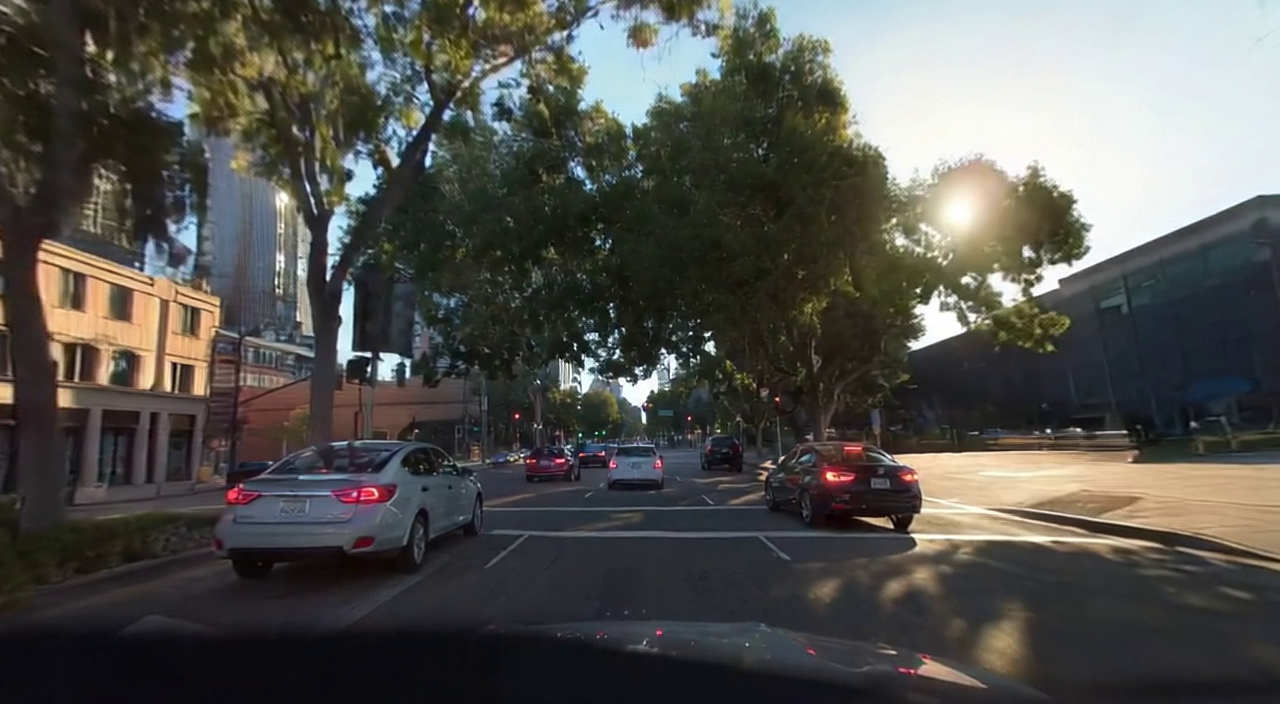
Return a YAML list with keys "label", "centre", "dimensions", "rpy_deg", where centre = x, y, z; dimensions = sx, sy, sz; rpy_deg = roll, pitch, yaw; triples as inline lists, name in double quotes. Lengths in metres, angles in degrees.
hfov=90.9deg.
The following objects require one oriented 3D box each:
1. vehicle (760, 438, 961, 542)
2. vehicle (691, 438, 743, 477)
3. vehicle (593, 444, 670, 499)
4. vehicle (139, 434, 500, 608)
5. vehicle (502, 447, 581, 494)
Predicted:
- label: "vehicle"
  centre: [3.655, 2.347, 11.484]
  dimensions: [1.990, 1.486, 4.431]
  rpy_deg: [0, -8, -1]
- label: "vehicle"
  centre: [4.187, 5.832, 35.155]
  dimensions: [2.142, 1.957, 5.443]
  rpy_deg: [0, -8, -1]
- label: "vehicle"
  centre: [-0.248, 3.607, 19.434]
  dimensions: [2.101, 1.480, 3.929]
  rpy_deg: [0, -8, 0]
- label: "vehicle"
  centre: [-3.274, 1.791, 7.710]
  dimensions: [2.038, 1.481, 4.379]
  rpy_deg: [0, -8, 1]
- label: "vehicle"
  centre: [-3.321, 4.064, 22.093]
  dimensions: [2.002, 1.465, 4.098]
  rpy_deg: [-1, -8, 2]
